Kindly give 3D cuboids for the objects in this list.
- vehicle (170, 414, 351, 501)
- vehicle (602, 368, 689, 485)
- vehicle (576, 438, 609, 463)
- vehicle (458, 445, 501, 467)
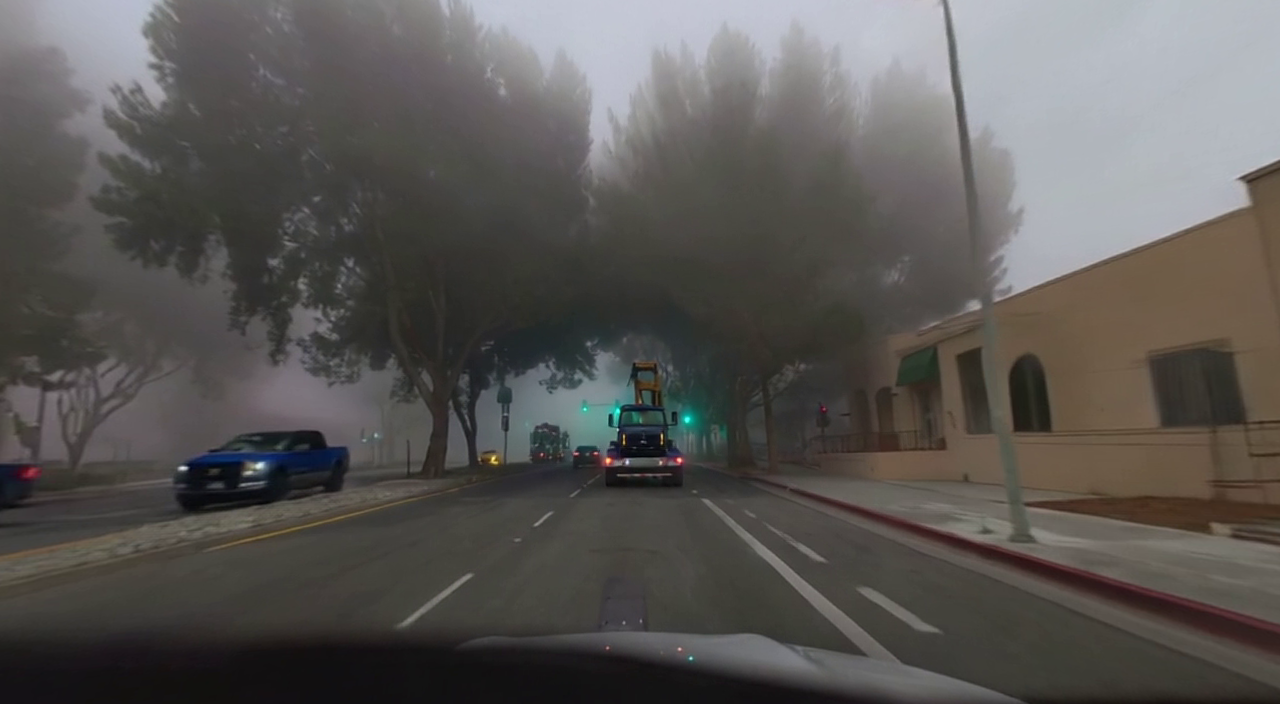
[{"bbox_3d":[-12.215,3.471,21.024,2.404,2.444,5.799,0,-9,0],"label":"vehicle"},{"bbox_3d":[0.184,3.041,24.387,2.552,3.461,11.044,-1,-9,0],"label":"vehicle"},{"bbox_3d":[-3.379,7.151,45.631,2.081,1.688,4.235,0,-9,0],"label":"vehicle"},{"bbox_3d":[-12.066,7.814,47.625,1.941,1.520,4.864,0,-9,0],"label":"vehicle"}]
